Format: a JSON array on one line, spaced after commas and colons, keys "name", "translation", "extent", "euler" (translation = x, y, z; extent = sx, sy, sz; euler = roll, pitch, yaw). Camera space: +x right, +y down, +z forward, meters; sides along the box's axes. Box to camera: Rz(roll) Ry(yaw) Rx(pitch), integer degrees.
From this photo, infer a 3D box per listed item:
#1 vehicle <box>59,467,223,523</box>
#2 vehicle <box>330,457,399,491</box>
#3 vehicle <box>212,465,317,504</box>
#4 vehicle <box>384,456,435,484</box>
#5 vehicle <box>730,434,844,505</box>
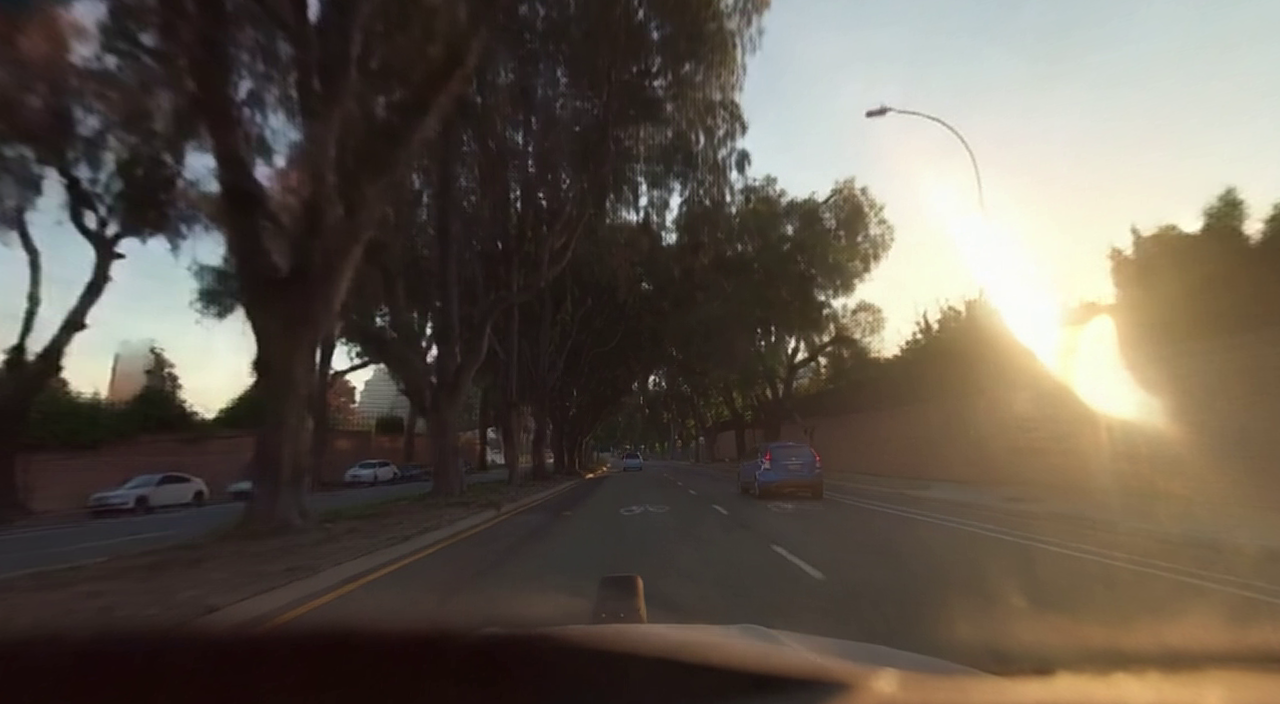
[{"name": "vehicle", "translation": [-17.442, 4.989, 22.453], "extent": [2.099, 1.558, 4.533], "euler": [-1, -9, 0]}, {"name": "vehicle", "translation": [-17.335, 7.688, 40.100], "extent": [2.096, 1.816, 5.362], "euler": [-4, -9, -1]}, {"name": "vehicle", "translation": [-17.575, 6.202, 29.882], "extent": [2.071, 1.489, 4.724], "euler": [-1, -9, 0]}, {"name": "vehicle", "translation": [-17.599, 9.010, 48.547], "extent": [2.075, 1.909, 5.064], "euler": [-1, -8, -1]}, {"name": "vehicle", "translation": [4.084, 3.353, 18.477], "extent": [2.155, 1.752, 4.456], "euler": [-1, -9, -1]}]
